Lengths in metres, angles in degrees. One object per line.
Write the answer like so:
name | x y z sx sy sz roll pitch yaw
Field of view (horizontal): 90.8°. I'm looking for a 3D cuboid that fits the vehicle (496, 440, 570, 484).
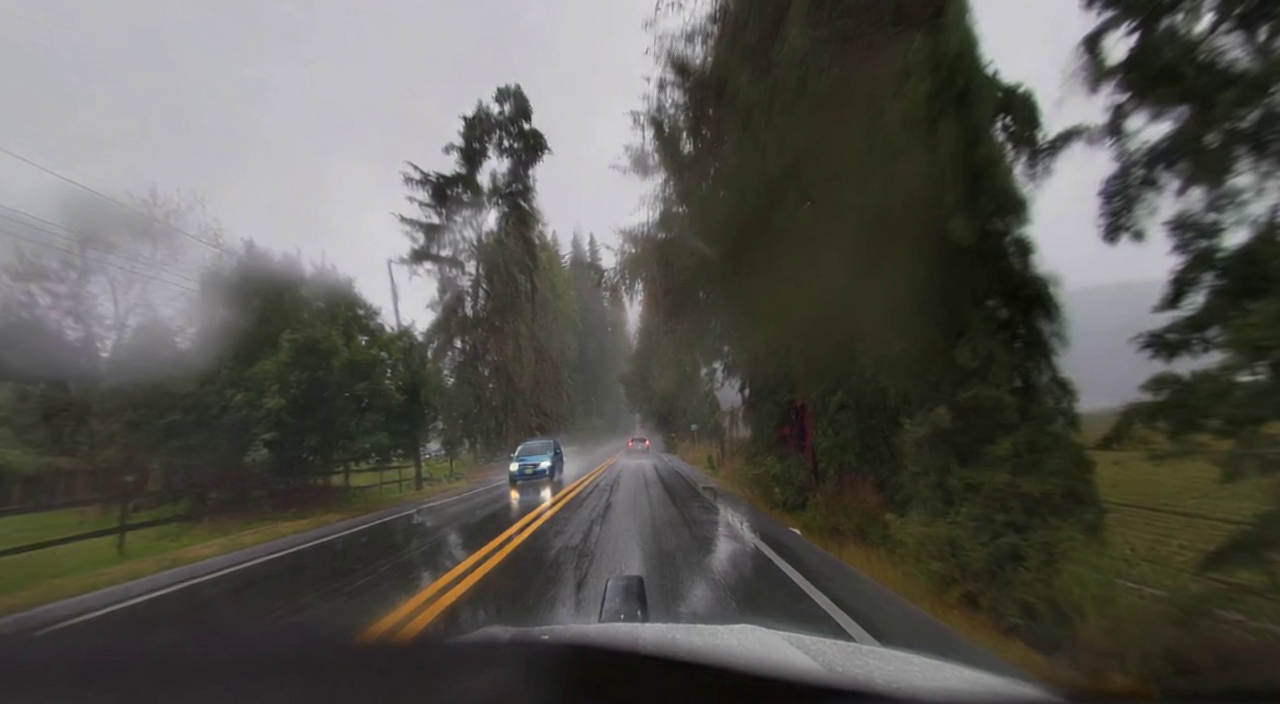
vehicle | -4.021 4.211 24.499 2.093 1.563 4.142 0 -8 1
